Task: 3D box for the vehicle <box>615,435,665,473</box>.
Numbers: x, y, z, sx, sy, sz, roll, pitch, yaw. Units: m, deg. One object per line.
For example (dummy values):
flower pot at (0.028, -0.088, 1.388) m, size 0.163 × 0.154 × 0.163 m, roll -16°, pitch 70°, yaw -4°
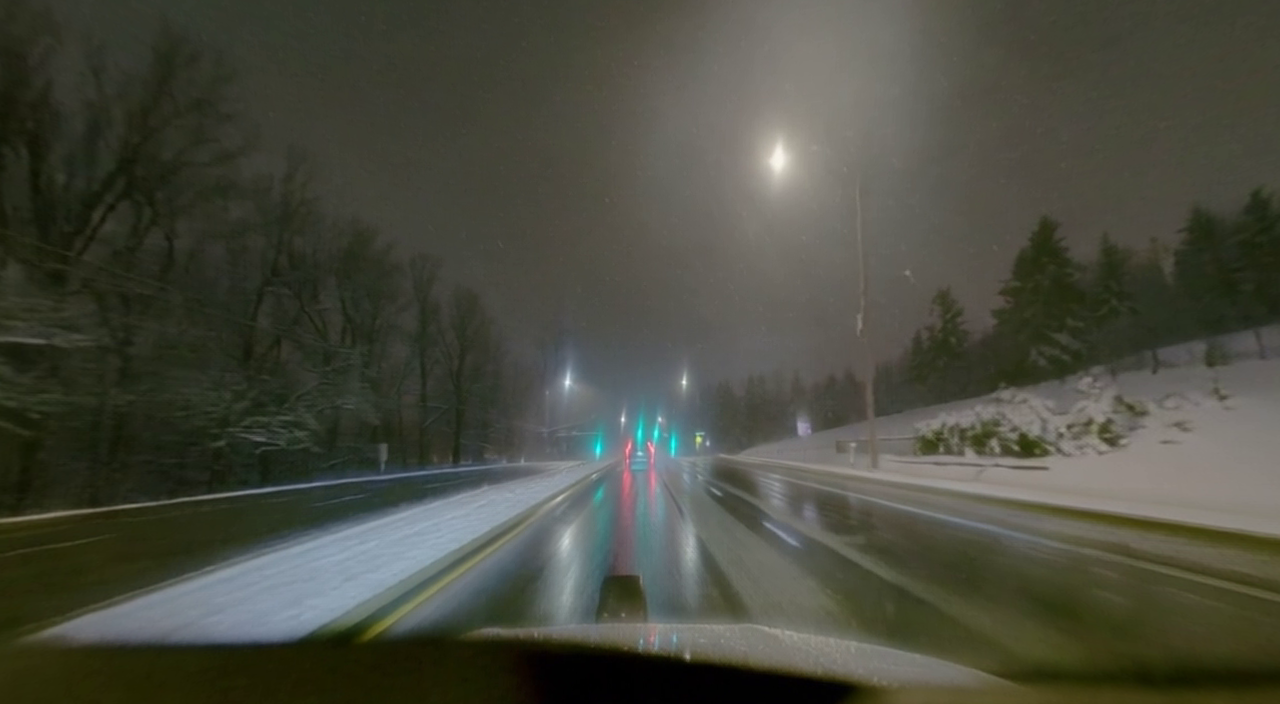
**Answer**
vehicle at (0.007, 5.007, 30.956) m, size 2.256 × 1.734 × 4.176 m, roll 0°, pitch -9°, yaw 0°
